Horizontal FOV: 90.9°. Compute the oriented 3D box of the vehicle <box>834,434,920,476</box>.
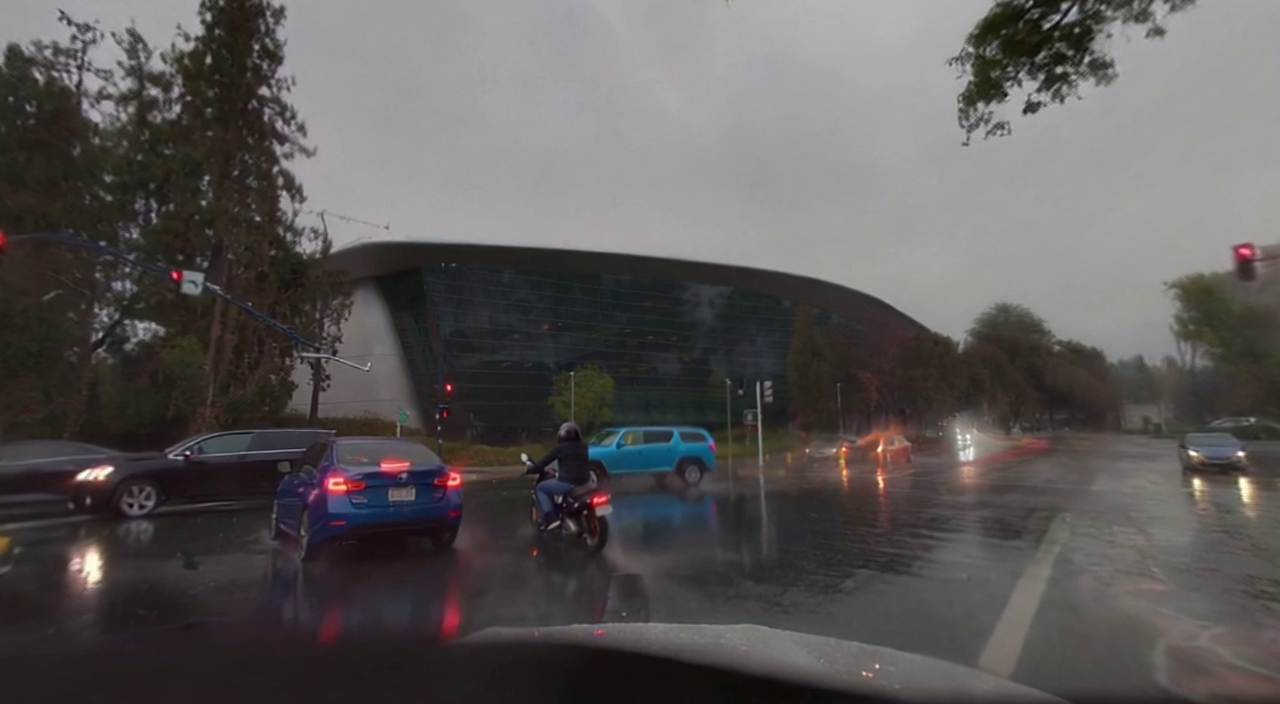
[{"bbox_3d":[10.613,4.539,28.054,2.084,1.656,4.583,-7,-11,39],"label":"vehicle"}]

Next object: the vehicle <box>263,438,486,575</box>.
[{"bbox_3d":[-4.005,1.993,9.092,2.009,1.450,4.182,6,-10,-35],"label":"vehicle"}]

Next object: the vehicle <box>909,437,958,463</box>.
[{"bbox_3d":[18.734,6.245,40.155,2.024,1.543,4.028,-6,-10,35],"label":"vehicle"}]

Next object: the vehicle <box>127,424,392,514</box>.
[{"bbox_3d":[-8.073,2.490,13.659,4.583,1.755,1.936,-1,-8,7],"label":"vehicle"}]

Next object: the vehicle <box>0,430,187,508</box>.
[{"bbox_3d":[-14.176,2.884,15.875,4.380,1.727,2.052,-2,-9,15],"label":"vehicle"}]

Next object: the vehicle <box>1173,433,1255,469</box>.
[{"bbox_3d":[25.512,4.389,28.195,1.872,1.467,4.385,-5,-10,32],"label":"vehicle"}]

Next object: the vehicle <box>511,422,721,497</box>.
[{"bbox_3d":[-0.749,3.166,18.947,5.833,1.960,2.341,3,-9,-19],"label":"vehicle"}]
